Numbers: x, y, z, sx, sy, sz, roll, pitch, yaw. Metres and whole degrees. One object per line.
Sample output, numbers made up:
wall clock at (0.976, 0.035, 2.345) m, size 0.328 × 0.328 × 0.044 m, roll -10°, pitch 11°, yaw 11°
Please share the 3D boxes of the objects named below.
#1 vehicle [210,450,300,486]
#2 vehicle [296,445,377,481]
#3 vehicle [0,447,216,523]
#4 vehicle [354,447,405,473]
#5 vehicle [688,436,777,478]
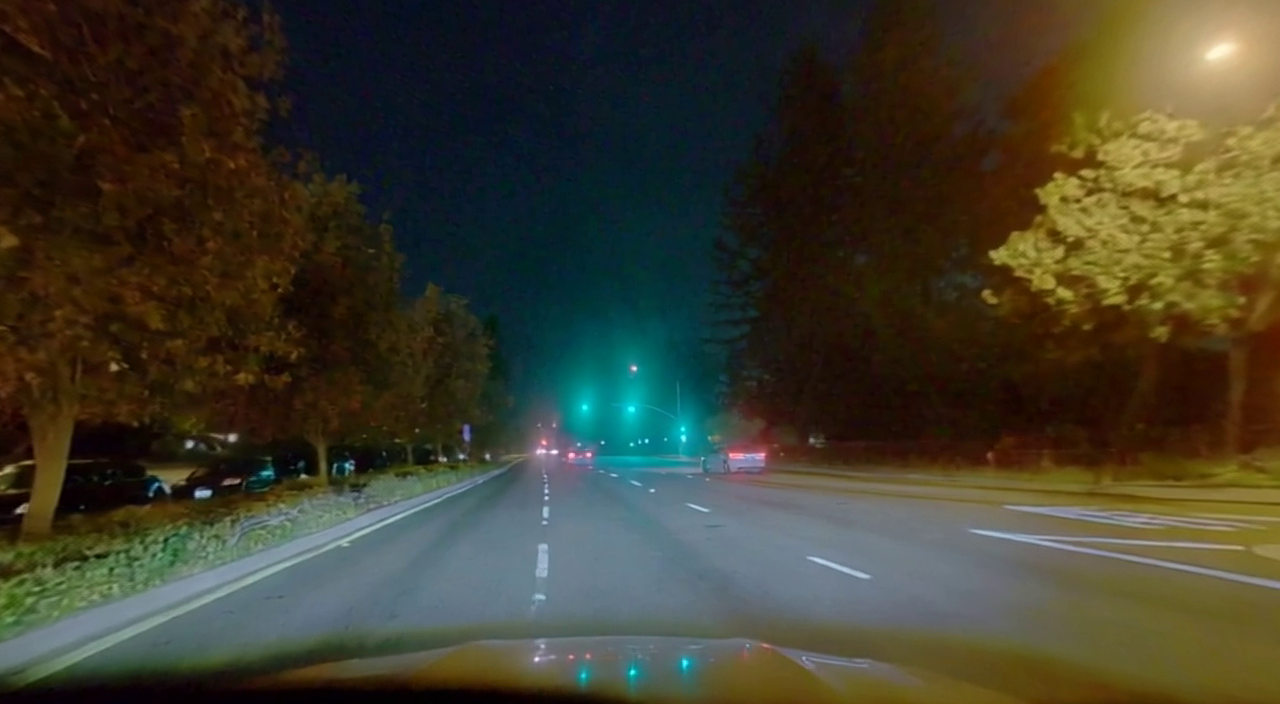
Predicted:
vehicle at (-17.509, 5.293, 28.949) m, size 1.759 × 1.451 × 4.436 m, roll -1°, pitch -9°, yaw -6°
vehicle at (-14.229, 5.193, 29.878) m, size 2.057 × 1.537 × 4.410 m, roll 1°, pitch -8°, yaw -6°
vehicle at (-12.186, 2.920, 14.565) m, size 2.043 × 1.431 × 4.659 m, roll 1°, pitch -8°, yaw -8°
vehicle at (-17.033, 7.027, 41.388) m, size 2.185 × 1.442 × 4.180 m, roll -1°, pitch -8°, yaw -9°
vehicle at (4.331, 5.022, 30.474) m, size 2.102 × 1.798 × 4.995 m, roll 3°, pitch -9°, yaw -20°
